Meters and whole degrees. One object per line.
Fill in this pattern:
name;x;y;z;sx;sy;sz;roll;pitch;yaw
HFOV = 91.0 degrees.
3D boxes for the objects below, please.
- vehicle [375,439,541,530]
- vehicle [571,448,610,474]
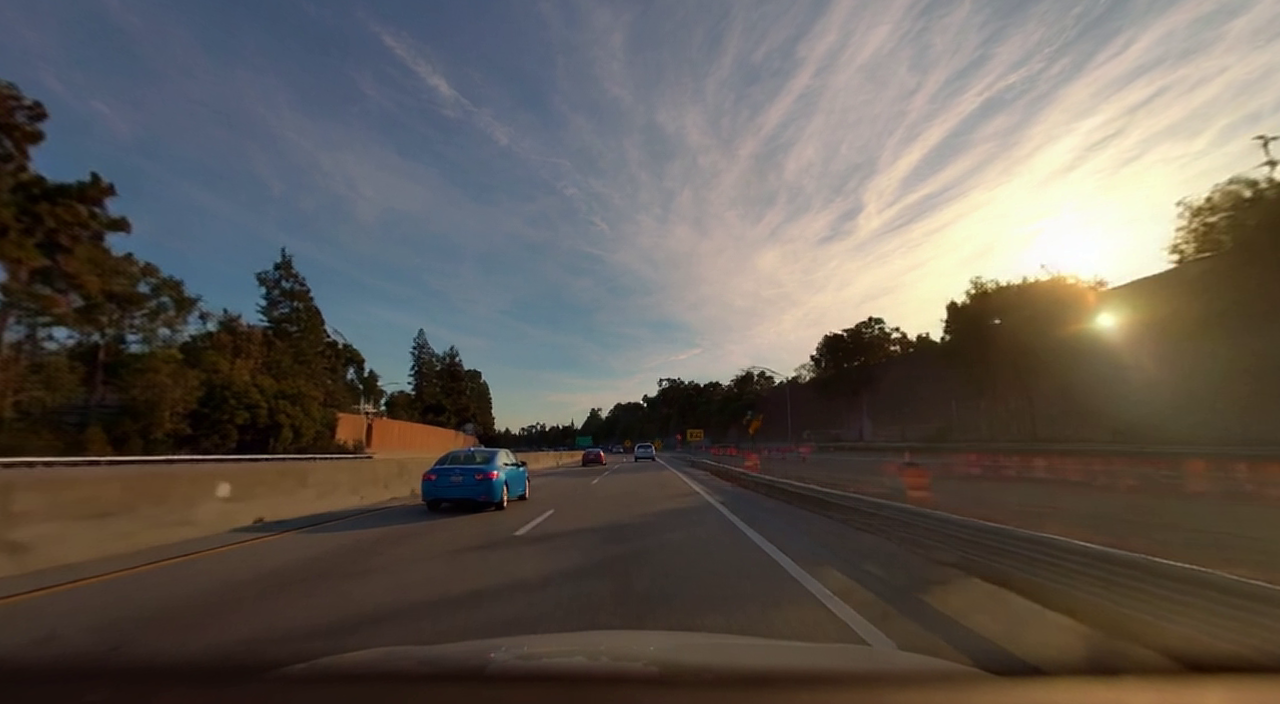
vehicle;-3.436;2.593;12.990;2.012;1.510;4.672;0;-9;0
vehicle;-2.910;6.481;37.741;1.965;1.459;4.145;0;-9;0
